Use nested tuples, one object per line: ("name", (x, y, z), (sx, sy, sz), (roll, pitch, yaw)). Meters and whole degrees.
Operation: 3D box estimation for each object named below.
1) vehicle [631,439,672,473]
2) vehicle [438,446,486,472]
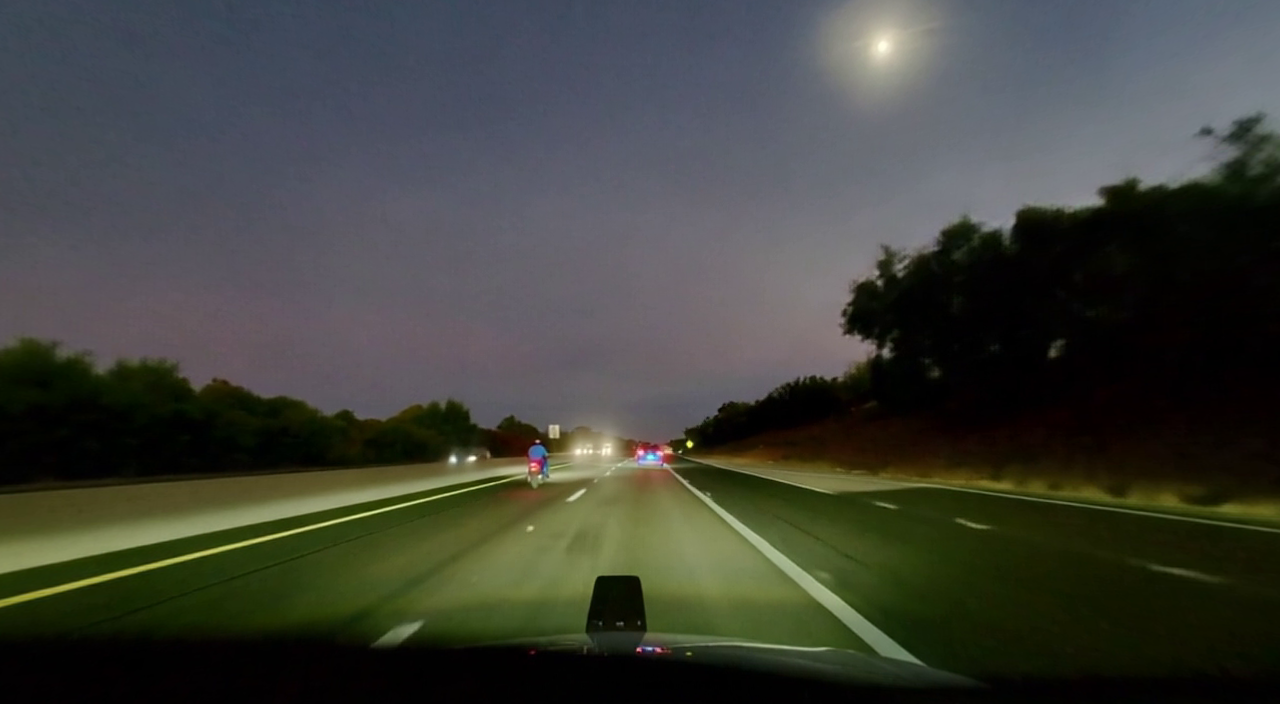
("vehicle", (0.635, 6.059, 36.722), (2.247, 1.825, 4.036), (0, -9, 1))
("vehicle", (-11.523, 6.935, 41.164), (1.876, 1.573, 4.200), (0, -9, 1))
